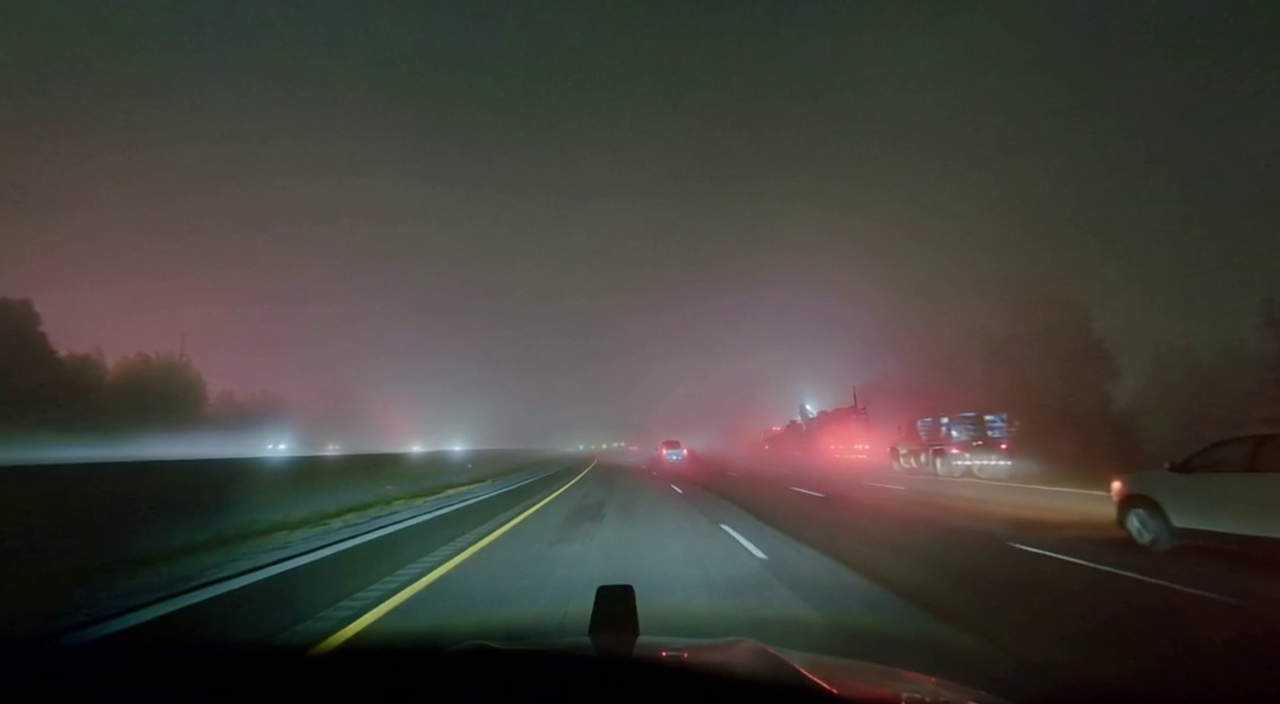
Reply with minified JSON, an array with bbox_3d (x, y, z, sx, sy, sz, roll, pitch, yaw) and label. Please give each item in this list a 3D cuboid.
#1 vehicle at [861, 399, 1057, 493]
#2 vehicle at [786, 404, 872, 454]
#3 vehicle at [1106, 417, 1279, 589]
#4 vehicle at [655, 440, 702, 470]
[{"bbox_3d":[10.300,3.186,21.498,2.873,2.663,6.922,0,-8,-1],"label":"vehicle"},{"bbox_3d":[12.999,5.479,44.211,3.476,3.195,6.407,1,-8,-5],"label":"vehicle"},{"bbox_3d":[6.781,1.308,5.349,2.106,1.519,4.560,0,-8,-1],"label":"vehicle"},{"bbox_3d":[2.289,6.280,38.800,2.305,1.729,4.526,0,-8,-3],"label":"vehicle"}]
